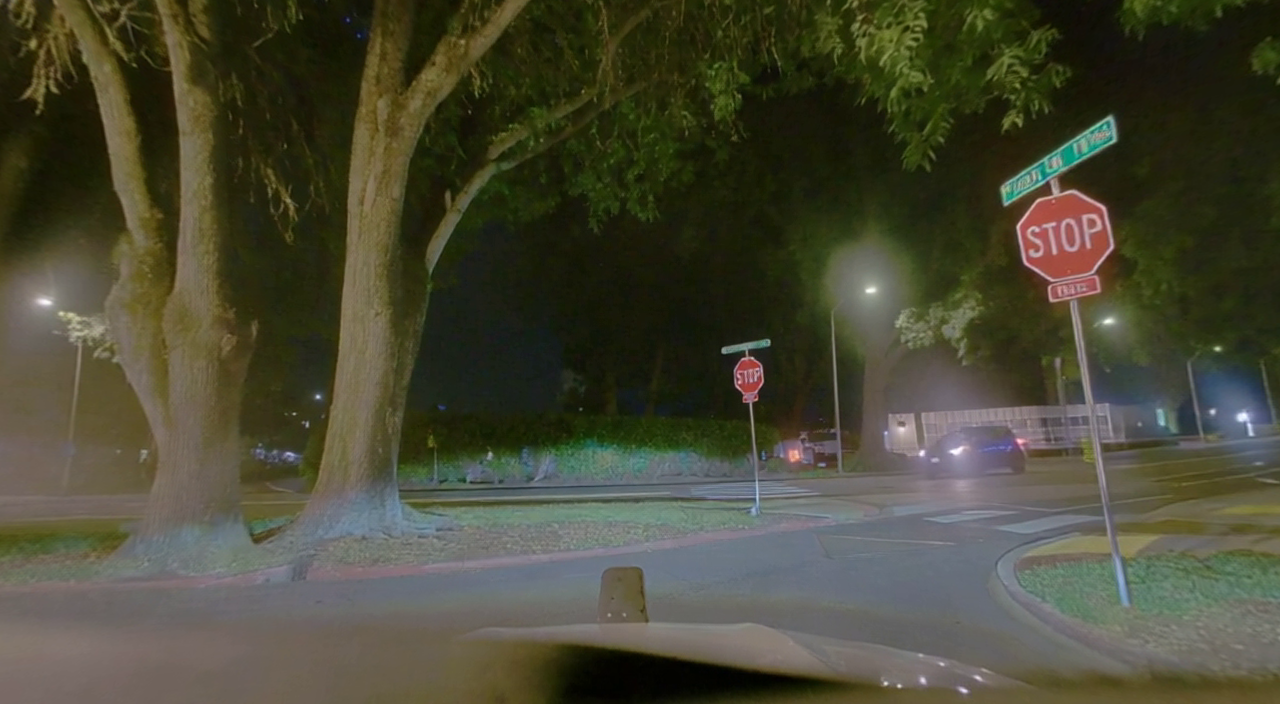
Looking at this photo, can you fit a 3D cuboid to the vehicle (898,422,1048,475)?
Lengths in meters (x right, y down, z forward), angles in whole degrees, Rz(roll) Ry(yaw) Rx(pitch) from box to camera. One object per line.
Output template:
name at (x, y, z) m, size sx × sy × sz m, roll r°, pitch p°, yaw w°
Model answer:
vehicle at (10.462, 3.012, 19.742) m, size 4.473 × 1.474 × 2.108 m, roll 5°, pitch -10°, yaw -32°
